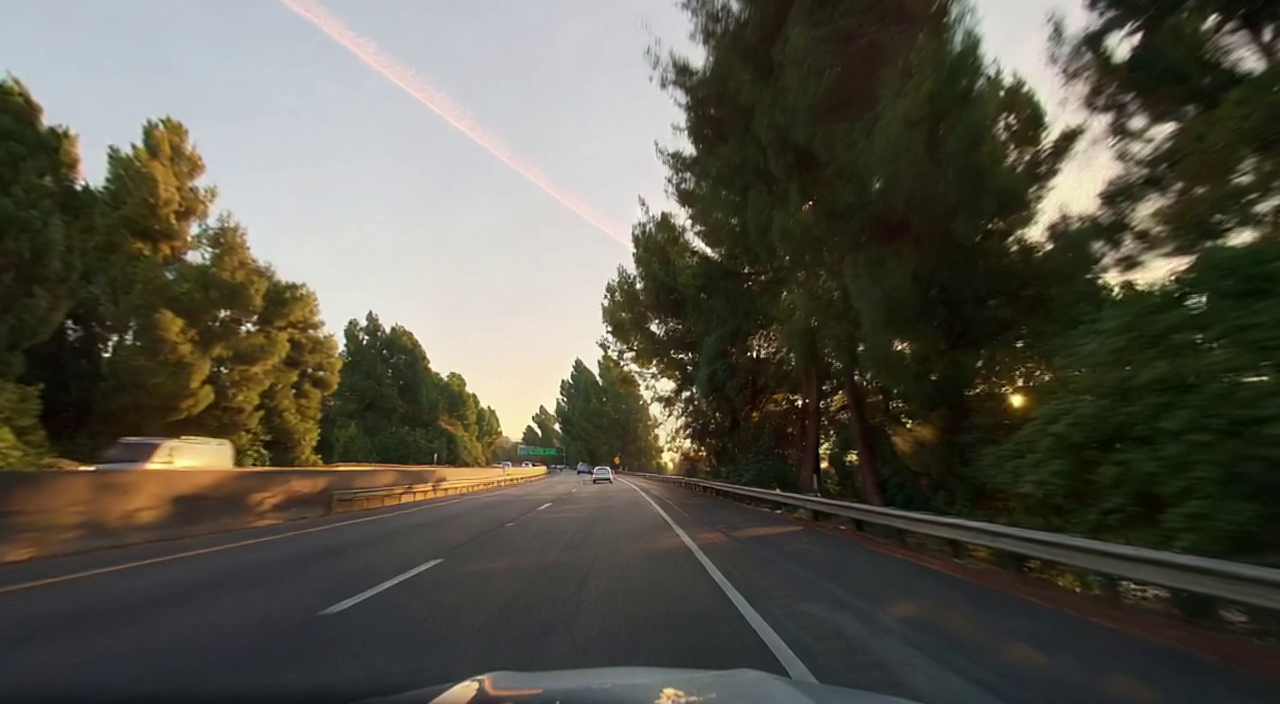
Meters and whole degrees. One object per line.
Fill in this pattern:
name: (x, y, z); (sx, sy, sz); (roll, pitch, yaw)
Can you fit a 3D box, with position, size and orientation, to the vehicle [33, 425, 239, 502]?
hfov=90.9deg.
vehicle: (-17.633, 4.024, 22.660); (2.487, 2.367, 5.817); (1, -11, 0)
